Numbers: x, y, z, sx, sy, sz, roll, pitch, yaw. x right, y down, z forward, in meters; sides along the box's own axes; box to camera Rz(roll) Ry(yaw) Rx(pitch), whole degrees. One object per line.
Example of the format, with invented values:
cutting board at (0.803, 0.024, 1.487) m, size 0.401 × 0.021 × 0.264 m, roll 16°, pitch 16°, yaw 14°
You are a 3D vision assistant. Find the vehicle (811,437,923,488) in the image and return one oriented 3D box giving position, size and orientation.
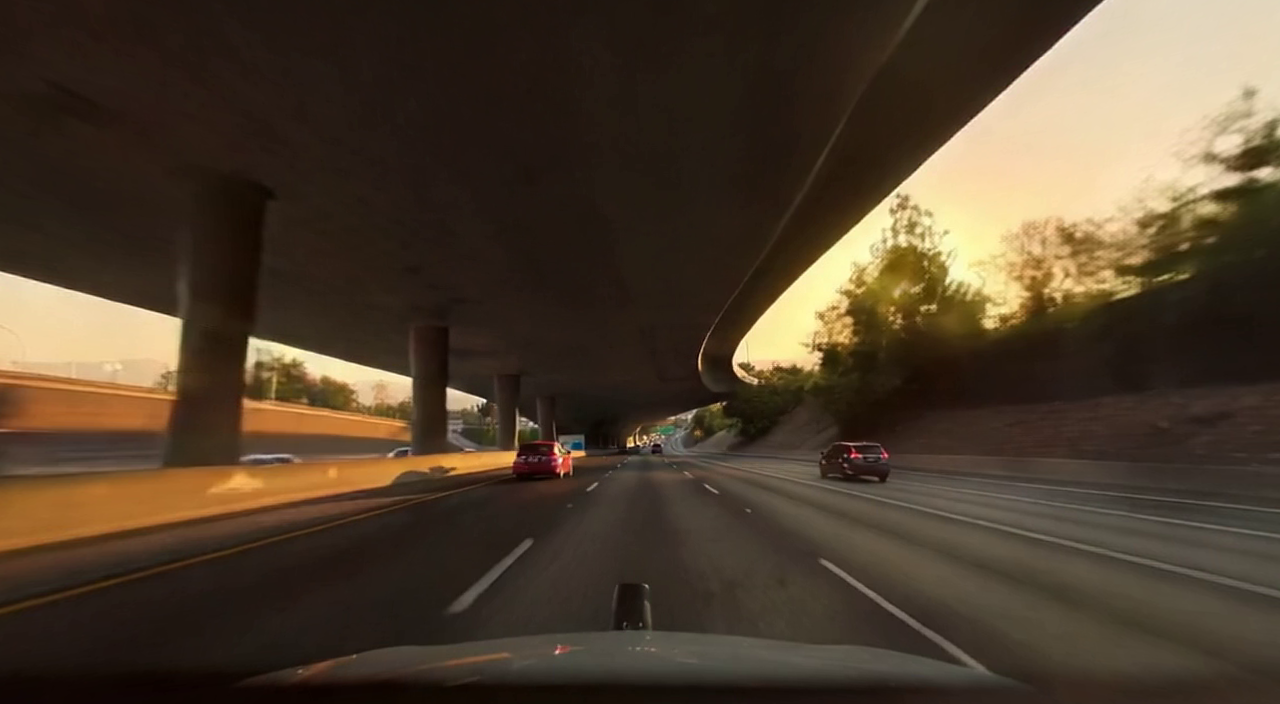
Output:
vehicle at (7.255, 3.571, 20.724) m, size 1.914 × 1.465 × 4.574 m, roll 0°, pitch -8°, yaw -1°

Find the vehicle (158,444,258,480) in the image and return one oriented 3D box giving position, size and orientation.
vehicle at (-24.484, 6.224, 36.059) m, size 1.997 × 1.847 × 5.313 m, roll 0°, pitch -8°, yaw 0°

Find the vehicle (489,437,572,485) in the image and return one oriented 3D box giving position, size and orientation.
vehicle at (-3.840, 3.924, 23.008) m, size 2.085 × 1.533 × 4.861 m, roll 0°, pitch -8°, yaw 1°

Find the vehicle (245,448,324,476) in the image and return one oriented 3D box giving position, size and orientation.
vehicle at (-20.750, 6.435, 37.052) m, size 1.891 × 1.489 × 4.682 m, roll 0°, pitch -8°, yaw 0°
